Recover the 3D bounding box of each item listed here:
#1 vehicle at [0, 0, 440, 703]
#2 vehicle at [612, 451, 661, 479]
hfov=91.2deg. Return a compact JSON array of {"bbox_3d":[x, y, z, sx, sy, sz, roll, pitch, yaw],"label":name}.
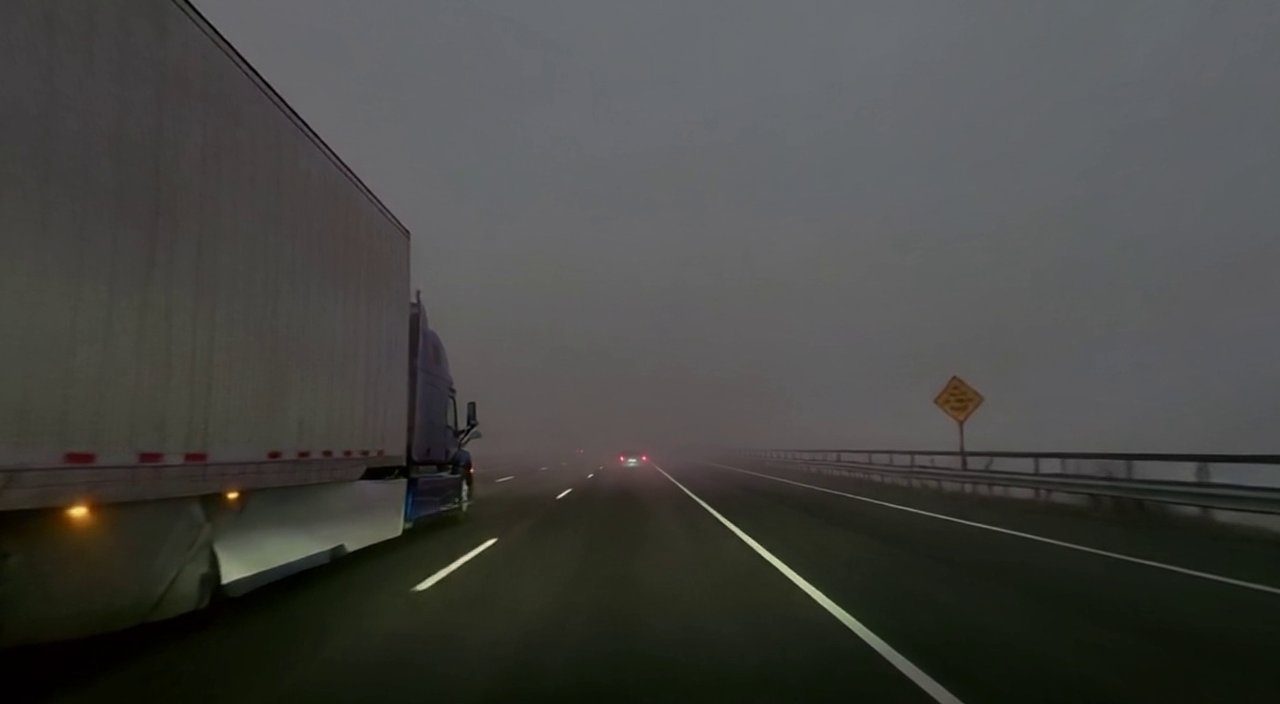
[{"bbox_3d":[-4.001,-0.453,0.669,2.914,4.039,14.493,0,-9,0],"label":"vehicle"},{"bbox_3d":[-0.231,6.064,34.041,2.398,1.336,5.698,0,-9,-1],"label":"vehicle"}]
